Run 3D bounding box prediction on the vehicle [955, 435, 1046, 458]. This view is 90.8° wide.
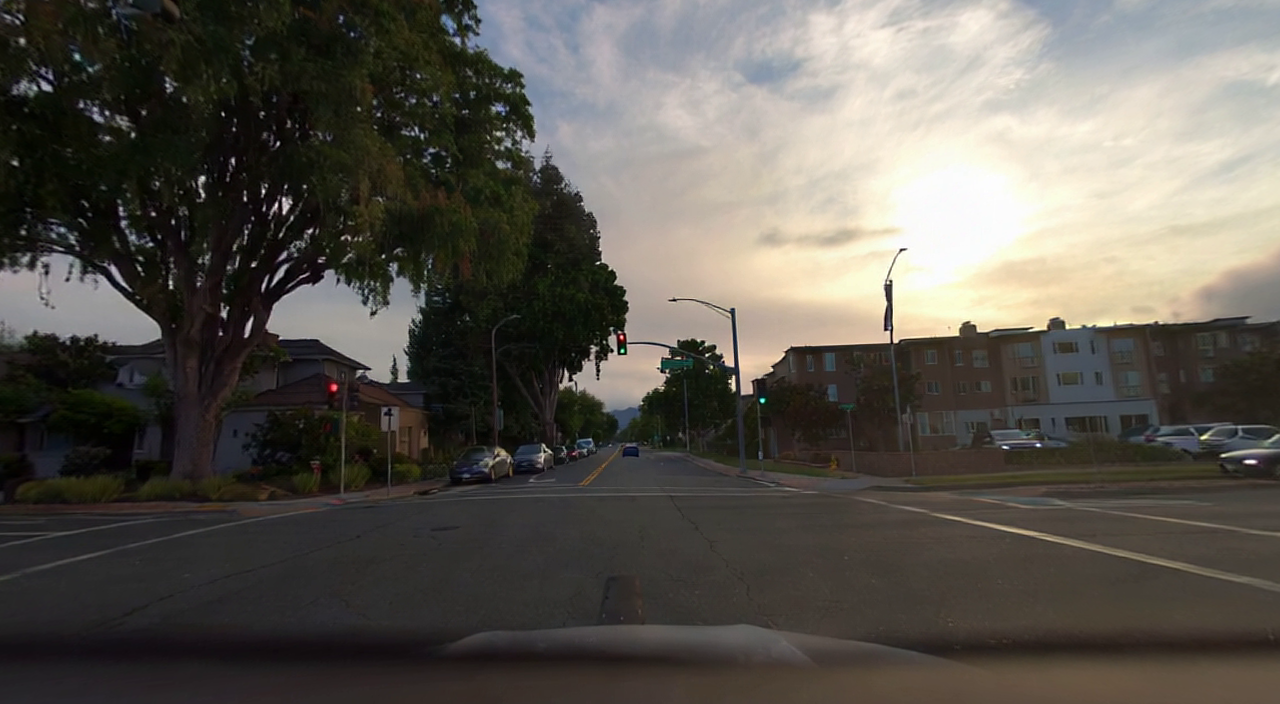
[{"bbox_3d":[24.968,6.557,43.848,5.172,1.515,1.851,0,-9,-2],"label":"vehicle"}]

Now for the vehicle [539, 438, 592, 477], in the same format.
[{"bbox_3d":[-3.650,5.277,31.898,2.120,1.783,4.788,0,-9,-1],"label":"vehicle"}]

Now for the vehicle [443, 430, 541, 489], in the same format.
[{"bbox_3d":[-6.505,4.841,28.982,2.896,2.339,7.322,0,-9,-1],"label":"vehicle"}]

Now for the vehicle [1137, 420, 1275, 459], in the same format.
[{"bbox_3d":[33.251,5.162,37.245,5.969,2.149,2.331,0,-9,-3],"label":"vehicle"}]
